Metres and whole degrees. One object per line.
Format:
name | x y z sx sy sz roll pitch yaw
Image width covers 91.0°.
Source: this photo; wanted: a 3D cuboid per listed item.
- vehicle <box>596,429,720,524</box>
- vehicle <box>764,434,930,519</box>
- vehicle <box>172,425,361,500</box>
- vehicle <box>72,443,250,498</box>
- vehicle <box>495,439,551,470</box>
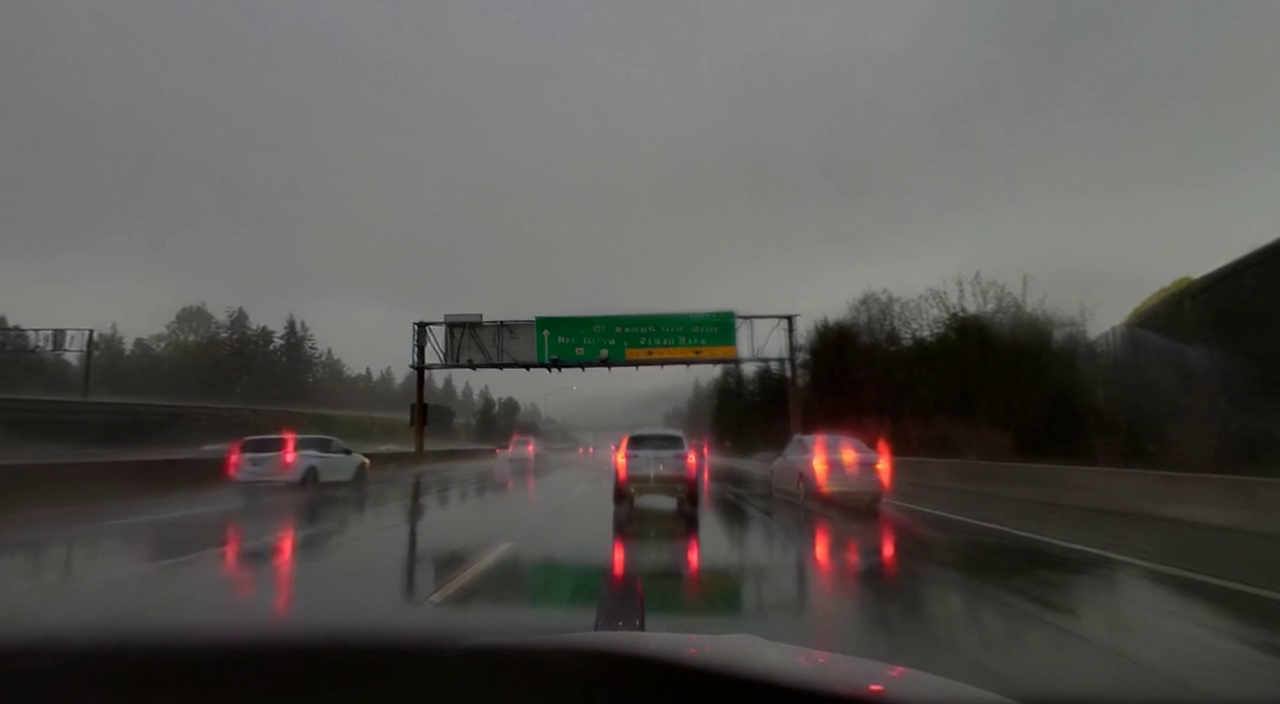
vehicle | 0.302 2.352 12.361 2.044 1.554 3.824 0 -9 0
vehicle | 4.185 2.597 13.706 2.002 1.499 4.710 0 -9 0
vehicle | -10.307 3.102 18.027 2.213 1.824 4.990 0 -9 2
vehicle | -14.377 3.551 19.313 1.961 1.483 4.353 0 -9 1
vehicle | -6.512 5.767 35.562 2.127 1.644 4.631 0 -9 1
